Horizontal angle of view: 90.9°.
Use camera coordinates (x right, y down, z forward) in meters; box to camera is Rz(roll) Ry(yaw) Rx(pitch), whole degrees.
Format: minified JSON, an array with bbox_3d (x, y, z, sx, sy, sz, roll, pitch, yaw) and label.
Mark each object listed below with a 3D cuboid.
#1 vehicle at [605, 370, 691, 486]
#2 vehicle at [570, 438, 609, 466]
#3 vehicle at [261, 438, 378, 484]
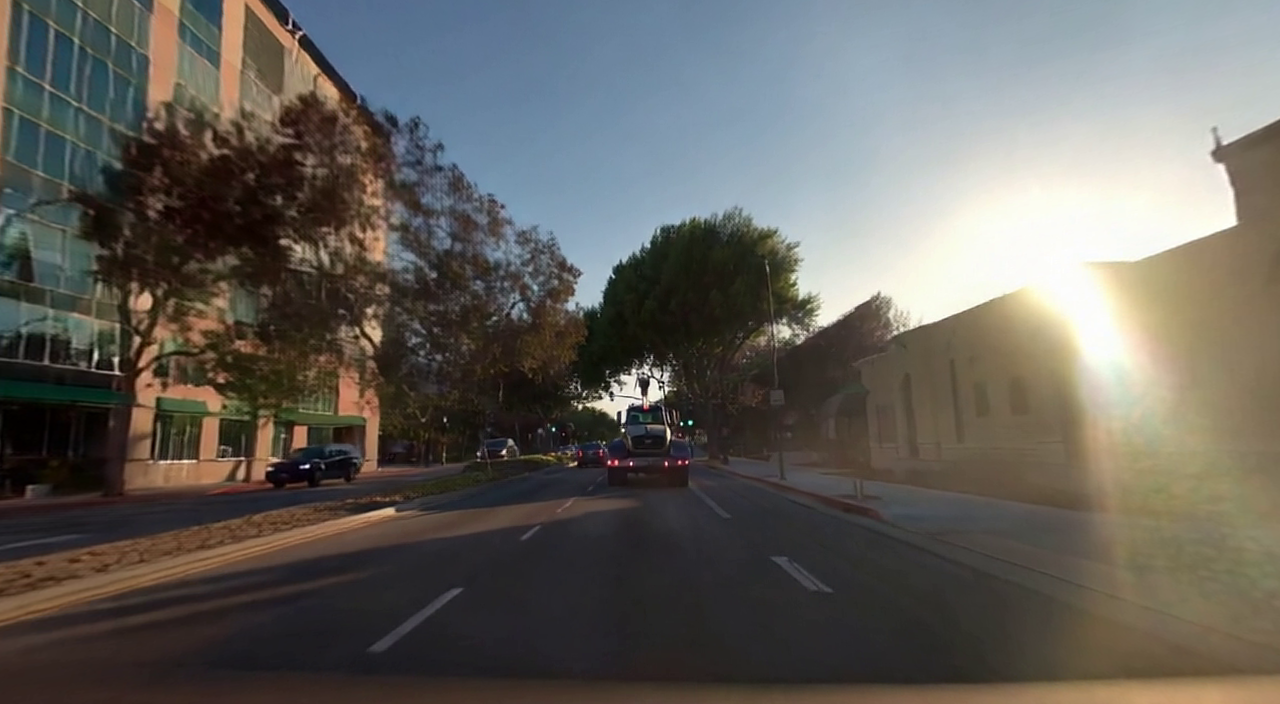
[{"bbox_3d":[0.210,3.086,24.462,2.552,3.461,11.044,-1,-8,0],"label":"vehicle"},{"bbox_3d":[-3.157,6.347,40.088,2.081,1.688,4.235,0,-9,0],"label":"vehicle"},{"bbox_3d":[-14.969,5.127,30.037,2.225,1.946,6.187,0,-9,1],"label":"vehicle"}]
